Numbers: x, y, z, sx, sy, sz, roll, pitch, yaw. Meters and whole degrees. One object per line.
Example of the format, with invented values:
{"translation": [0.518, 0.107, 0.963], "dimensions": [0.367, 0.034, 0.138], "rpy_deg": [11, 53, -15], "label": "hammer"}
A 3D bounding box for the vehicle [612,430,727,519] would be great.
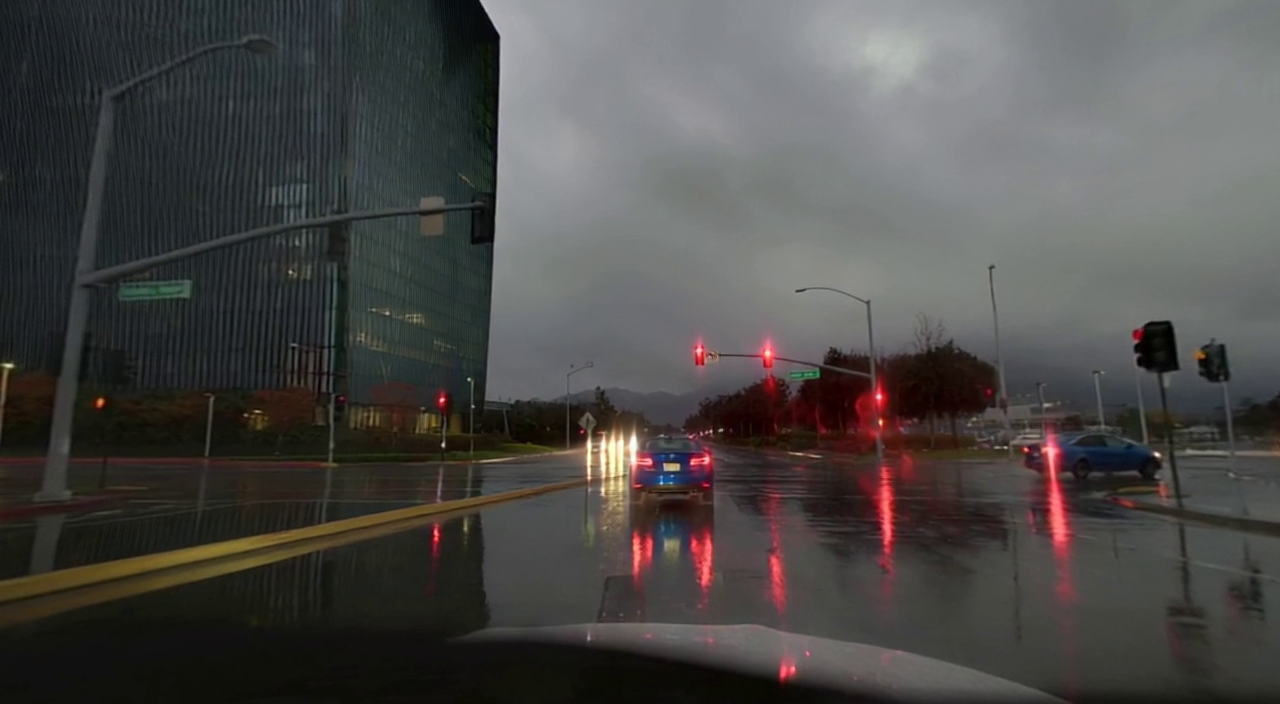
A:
{"translation": [0.702, 2.479, 13.228], "dimensions": [2.014, 1.525, 4.197], "rpy_deg": [-1, -9, 5], "label": "vehicle"}

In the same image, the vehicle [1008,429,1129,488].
{"translation": [14.558, 3.564, 21.291], "dimensions": [4.739, 1.749, 2.174], "rpy_deg": [8, -12, -42], "label": "vehicle"}

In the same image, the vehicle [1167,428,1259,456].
{"translation": [32.024, 5.073, 35.319], "dimensions": [1.743, 1.472, 3.772], "rpy_deg": [0, -9, 5], "label": "vehicle"}

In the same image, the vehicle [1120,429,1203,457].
{"translation": [29.530, 5.203, 35.803], "dimensions": [1.816, 1.476, 3.652], "rpy_deg": [-1, -9, 6], "label": "vehicle"}
